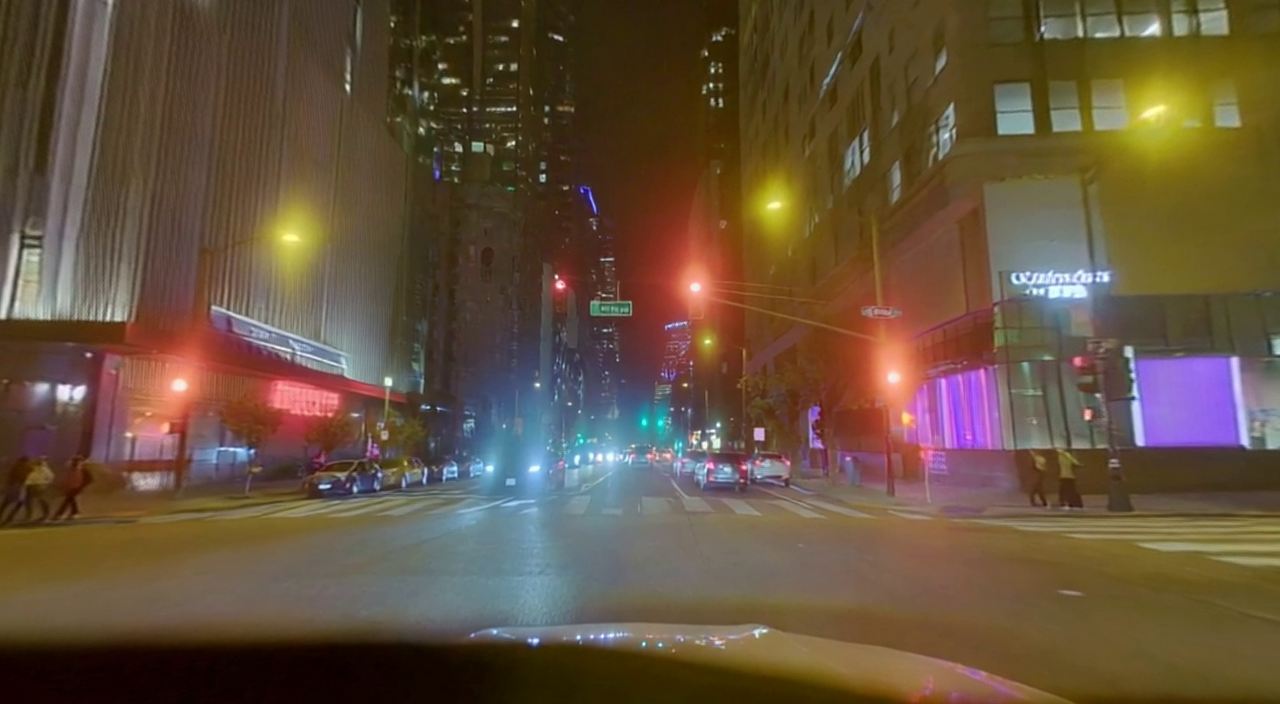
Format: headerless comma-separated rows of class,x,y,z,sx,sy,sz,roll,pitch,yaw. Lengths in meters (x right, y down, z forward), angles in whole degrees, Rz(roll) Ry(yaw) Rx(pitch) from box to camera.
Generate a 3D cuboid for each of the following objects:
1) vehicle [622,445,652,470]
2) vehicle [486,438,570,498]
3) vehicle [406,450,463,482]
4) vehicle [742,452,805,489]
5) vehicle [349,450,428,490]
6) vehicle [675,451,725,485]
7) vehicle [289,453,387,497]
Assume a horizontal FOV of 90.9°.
vehicle,-0.194,8.002,48.076,2.165,1.749,4.078,0,-8,0
vehicle,-3.882,4.038,22.601,2.176,1.804,4.740,-2,-8,-1
vehicle,-12.287,6.827,37.992,1.854,1.727,4.426,0,-8,0
vehicle,5.983,5.342,28.829,1.882,1.479,4.652,0,-8,0
vehicle,-12.547,5.876,31.821,1.938,1.729,4.628,-3,-8,2
vehicle,2.742,5.397,29.561,1.919,1.371,3.583,1,-8,-1
vehicle,-12.721,5.177,26.880,2.118,1.644,4.188,0,-8,-1
